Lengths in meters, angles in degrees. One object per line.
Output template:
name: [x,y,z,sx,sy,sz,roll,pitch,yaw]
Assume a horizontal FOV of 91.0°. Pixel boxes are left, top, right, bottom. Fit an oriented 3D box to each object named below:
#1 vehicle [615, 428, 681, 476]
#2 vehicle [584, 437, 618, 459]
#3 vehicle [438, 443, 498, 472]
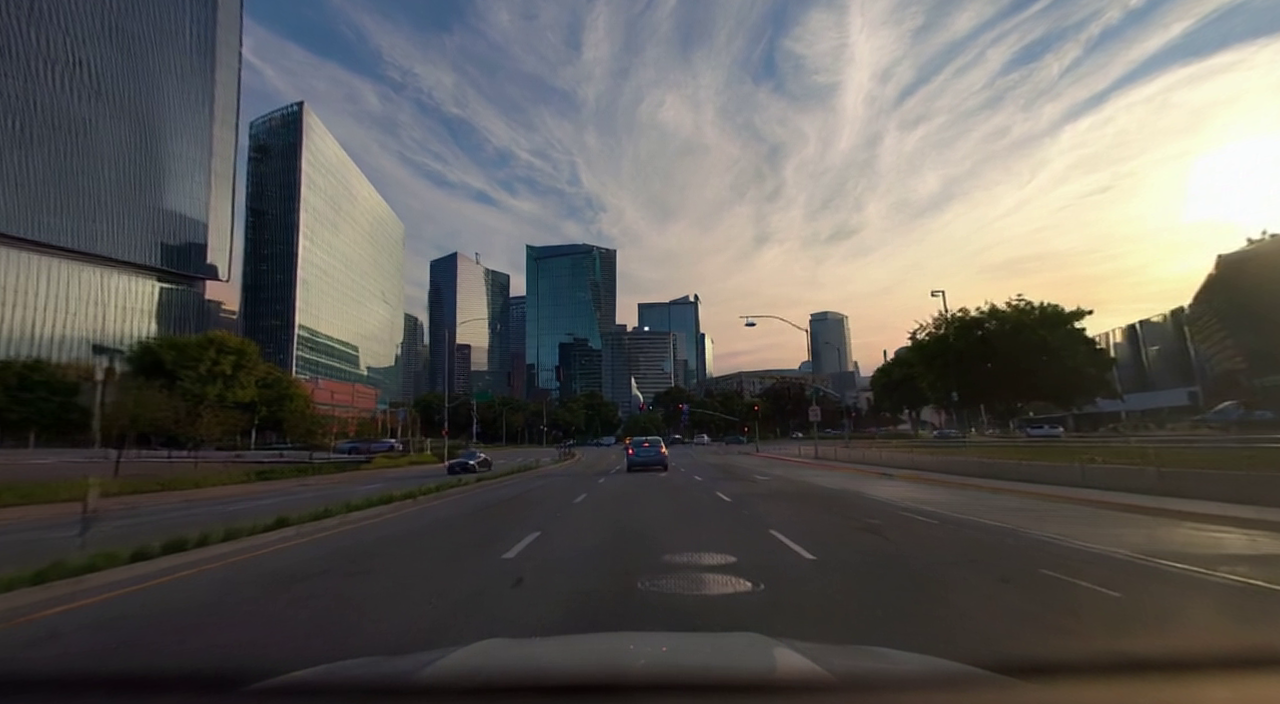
vehicle: [0.326,4.272,27.050,2.601,1.878,4.535,0,-8,0]
vehicle: [-2.833,7.118,46.615,2.103,1.569,3.861,0,-9,2]
vehicle: [-9.851,6.076,36.417,1.967,1.552,4.536,-1,-9,4]
